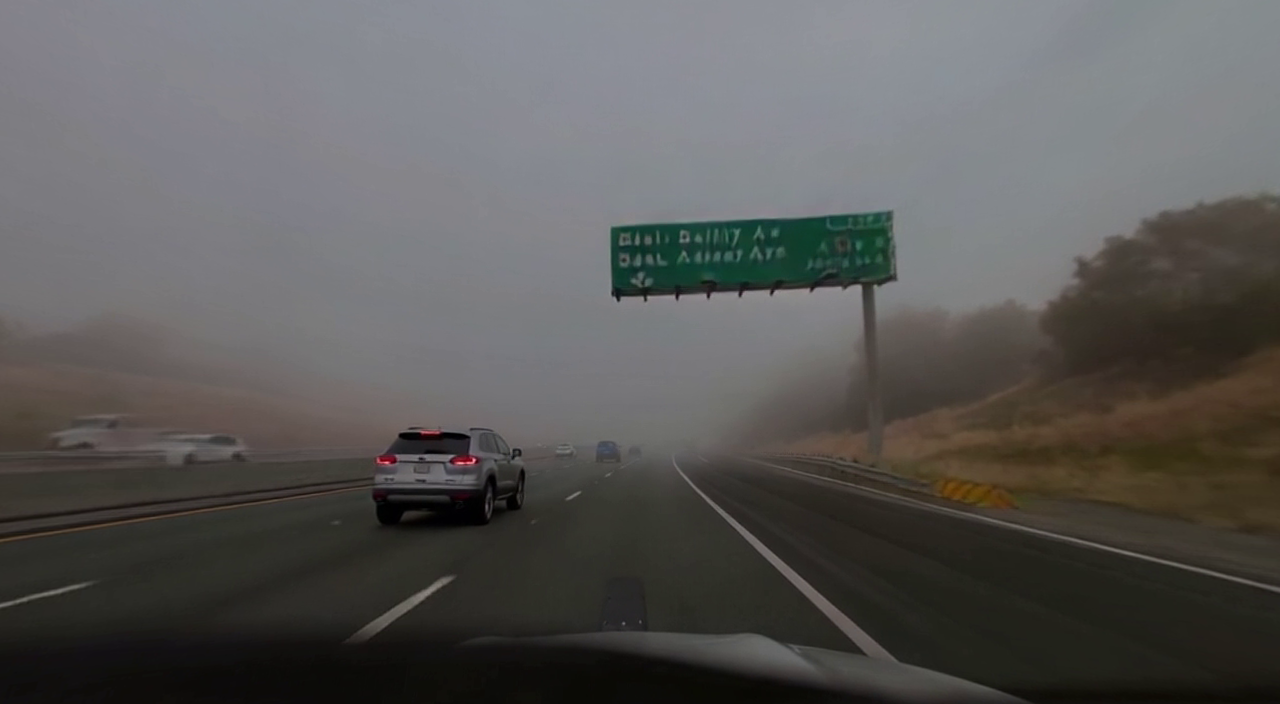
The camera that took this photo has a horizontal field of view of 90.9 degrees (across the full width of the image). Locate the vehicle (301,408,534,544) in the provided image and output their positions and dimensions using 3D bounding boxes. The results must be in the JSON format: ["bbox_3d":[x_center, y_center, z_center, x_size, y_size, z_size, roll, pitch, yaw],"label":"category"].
[{"bbox_3d":[-3.492,2.082,11.182,2.218,1.848,4.789,0,-9,2],"label":"vehicle"}]

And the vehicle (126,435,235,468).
[{"bbox_3d":[-24.309,5.307,33.686,1.997,1.589,4.951,0,-9,1],"label":"vehicle"}]
